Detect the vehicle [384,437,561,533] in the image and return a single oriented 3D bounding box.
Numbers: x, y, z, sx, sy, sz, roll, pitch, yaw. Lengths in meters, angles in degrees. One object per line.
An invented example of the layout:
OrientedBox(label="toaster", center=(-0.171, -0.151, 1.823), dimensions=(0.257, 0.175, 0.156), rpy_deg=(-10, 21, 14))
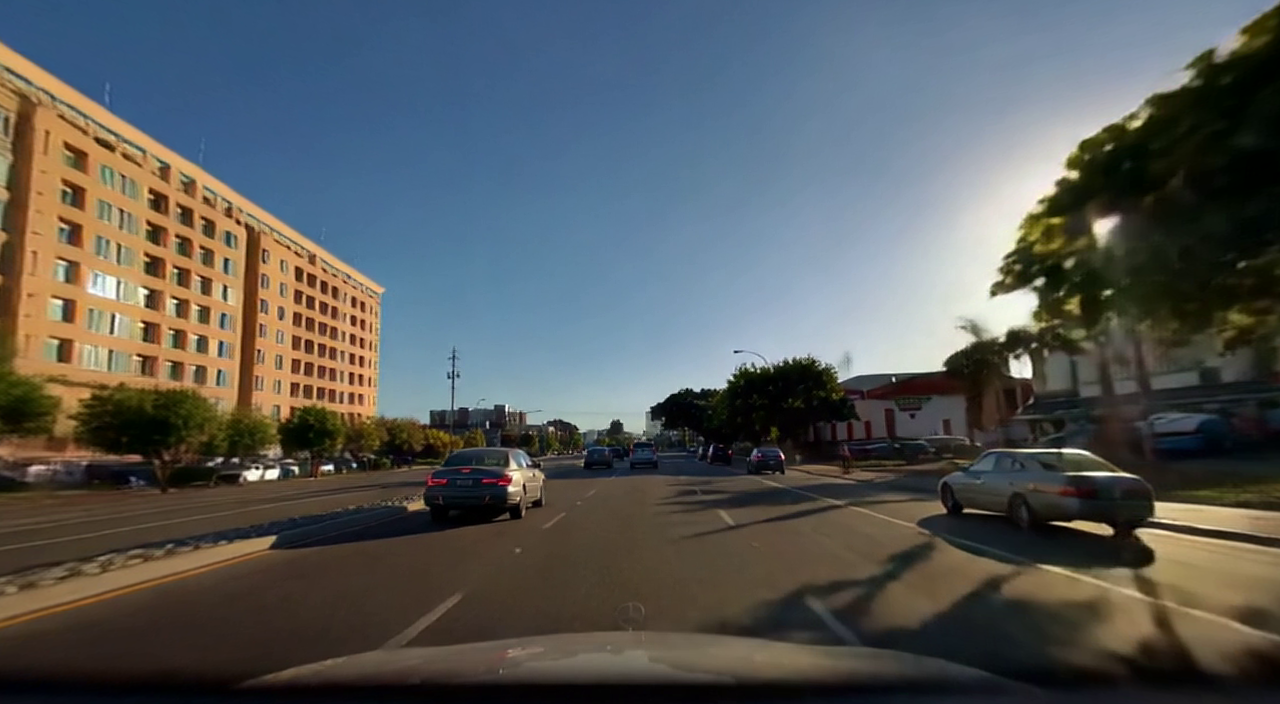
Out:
OrientedBox(label="vehicle", center=(-2.932, 2.432, 12.195), dimensions=(2.095, 1.486, 4.411), rpy_deg=(0, -8, 2))

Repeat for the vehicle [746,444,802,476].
OrientedBox(label="vehicle", center=(6.463, 5.235, 30.841), dimensions=(1.884, 1.458, 4.245), rpy_deg=(0, -8, 2))

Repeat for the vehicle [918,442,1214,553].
OrientedBox(label="vehicle", center=(6.758, 2.296, 10.815), dimensions=(1.865, 1.458, 4.605), rpy_deg=(0, -8, 0))

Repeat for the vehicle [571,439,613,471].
OrientedBox(label="vehicle", center=(-2.860, 6.281, 38.606), dimensions=(2.117, 1.799, 4.442), rpy_deg=(0, -8, 2))

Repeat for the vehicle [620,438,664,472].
OrientedBox(label="vehicle", center=(0.148, 5.836, 35.848), dimensions=(2.304, 1.795, 4.526), rpy_deg=(0, -8, 1))
